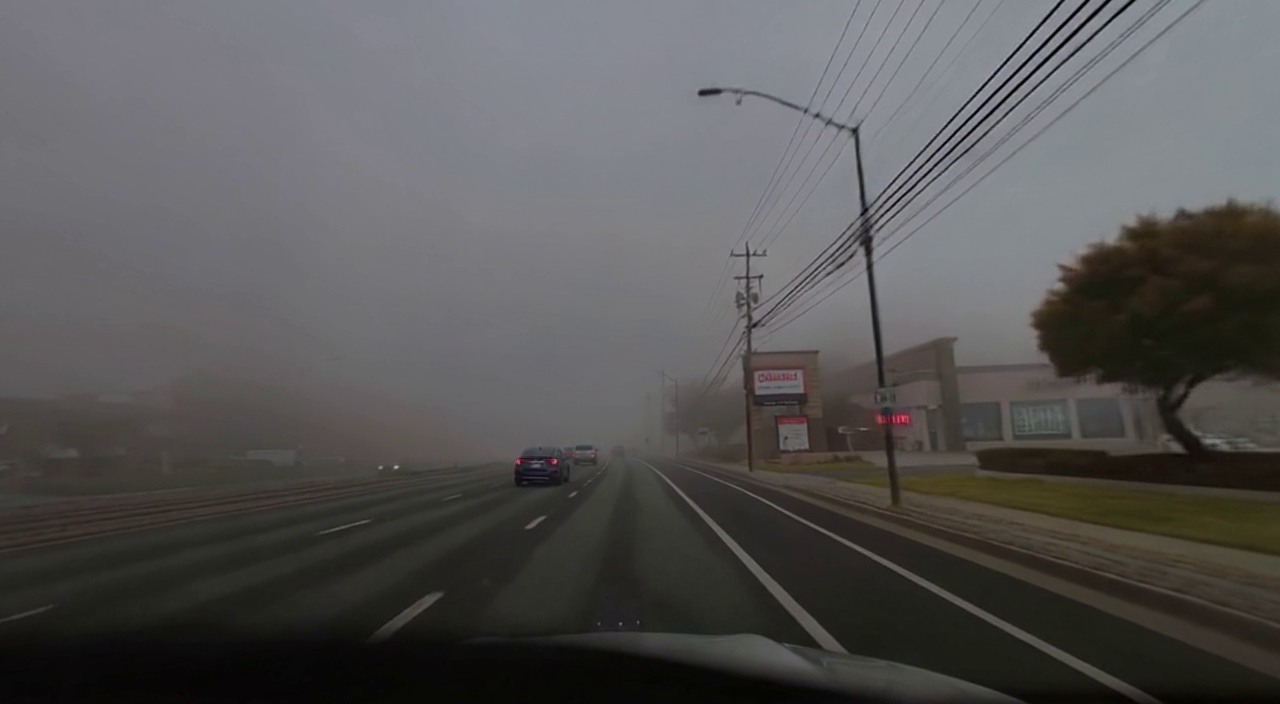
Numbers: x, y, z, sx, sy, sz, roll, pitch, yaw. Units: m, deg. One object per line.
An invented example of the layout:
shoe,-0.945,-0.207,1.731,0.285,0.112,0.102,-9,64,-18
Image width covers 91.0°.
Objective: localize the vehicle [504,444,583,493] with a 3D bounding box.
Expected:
vehicle,-3.129,3.876,21.389,1.942,1.469,4.426,0,-9,0
